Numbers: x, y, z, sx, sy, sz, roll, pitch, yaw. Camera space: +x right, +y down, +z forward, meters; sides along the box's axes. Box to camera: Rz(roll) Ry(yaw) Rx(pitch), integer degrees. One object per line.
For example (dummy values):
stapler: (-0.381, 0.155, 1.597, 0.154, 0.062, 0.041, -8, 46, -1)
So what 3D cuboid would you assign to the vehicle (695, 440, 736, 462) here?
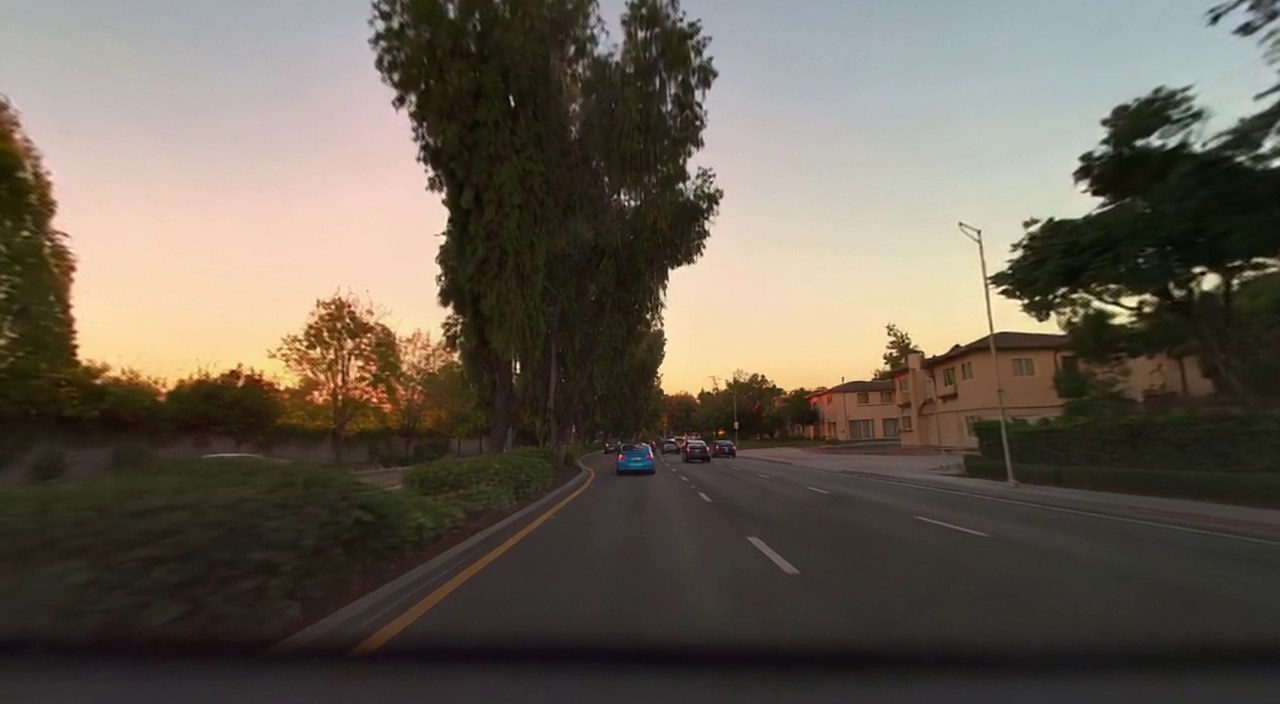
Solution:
vehicle: (5.318, 7.089, 45.158, 2.067, 1.514, 4.188, 0, -9, -5)

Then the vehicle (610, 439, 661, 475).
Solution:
vehicle: (-0.161, 4.624, 27.985, 2.102, 1.481, 3.907, 0, -8, 0)
